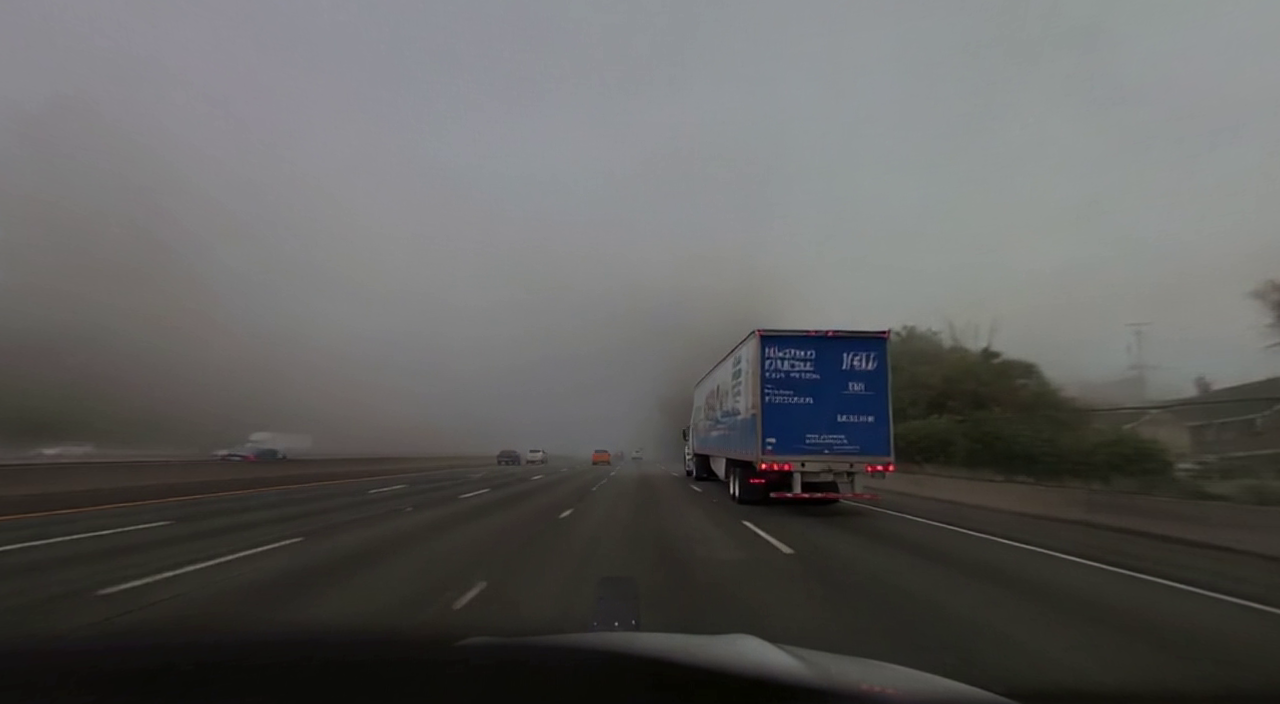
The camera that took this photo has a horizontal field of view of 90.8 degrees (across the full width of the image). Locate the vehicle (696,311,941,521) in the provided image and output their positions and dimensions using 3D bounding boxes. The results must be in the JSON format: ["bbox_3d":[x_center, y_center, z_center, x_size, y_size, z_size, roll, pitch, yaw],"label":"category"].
[{"bbox_3d":[4.140,2.367,20.090,3.140,4.100,15.551,0,-9,0],"label":"vehicle"}]

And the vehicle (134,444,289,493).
[{"bbox_3d":[-14.434,3.922,21.715,1.982,1.471,4.747,0,-9,0],"label":"vehicle"}]
